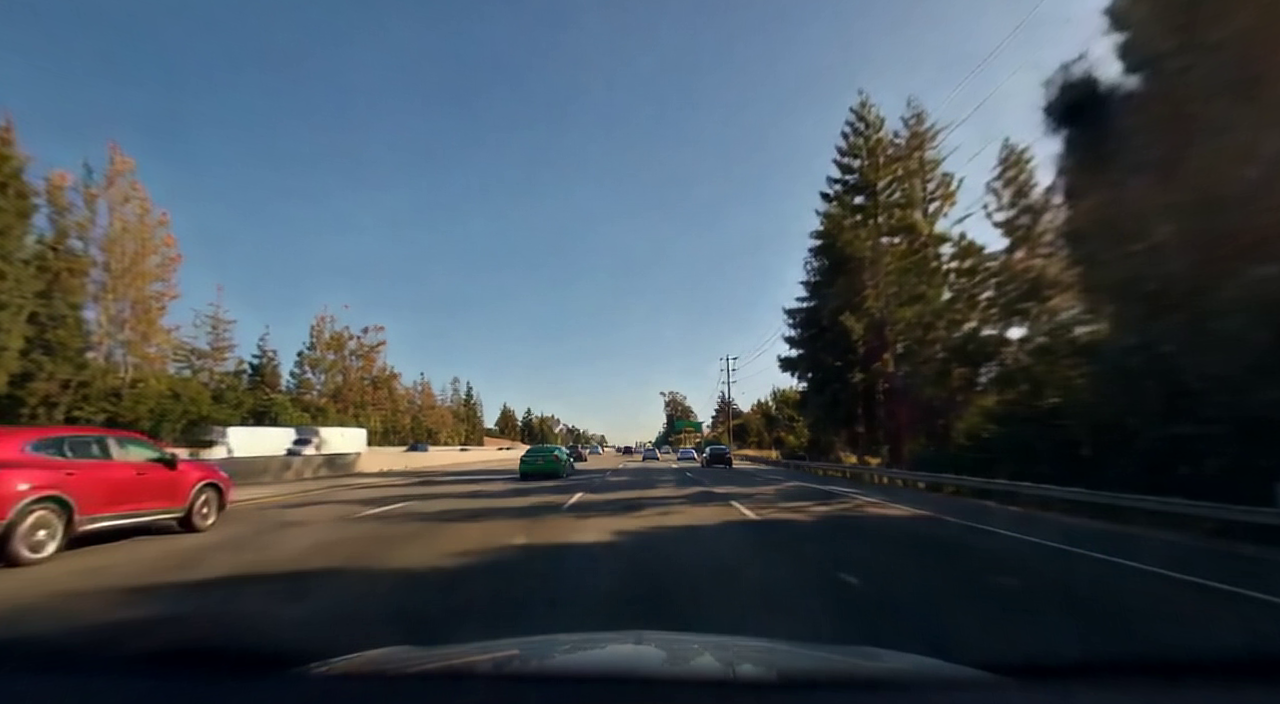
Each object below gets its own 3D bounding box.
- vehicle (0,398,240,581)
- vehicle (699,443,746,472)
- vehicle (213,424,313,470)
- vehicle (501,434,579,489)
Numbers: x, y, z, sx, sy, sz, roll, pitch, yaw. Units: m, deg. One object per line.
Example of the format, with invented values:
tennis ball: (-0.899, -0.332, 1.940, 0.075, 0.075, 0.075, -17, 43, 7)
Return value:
vehicle: (-7.433, 1.538, 7.415, 2.162, 1.805, 4.853, 0, -8, 1)
vehicle: (4.523, 5.858, 35.203, 1.964, 1.479, 4.252, 0, -8, -1)
vehicle: (-28.878, 7.332, 48.768, 2.936, 3.272, 7.365, 0, -8, 1)
vehicle: (-3.340, 3.757, 21.906, 1.961, 1.704, 4.052, 0, -8, 1)
